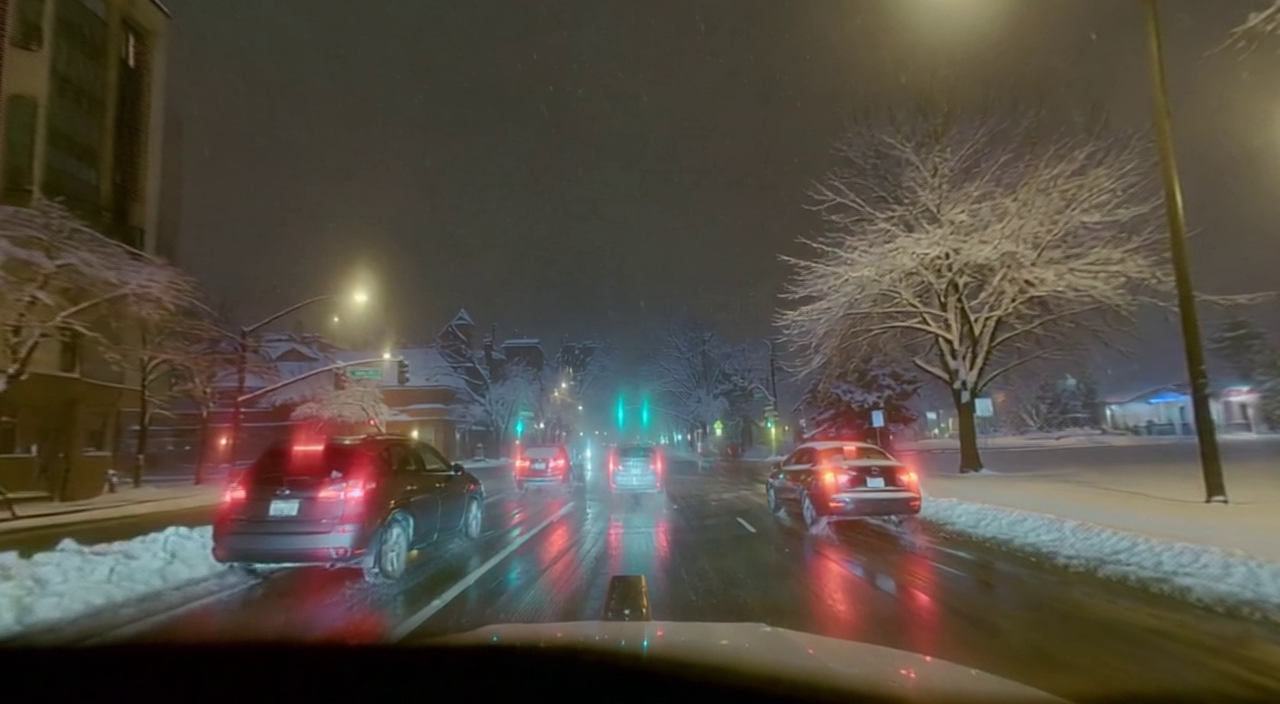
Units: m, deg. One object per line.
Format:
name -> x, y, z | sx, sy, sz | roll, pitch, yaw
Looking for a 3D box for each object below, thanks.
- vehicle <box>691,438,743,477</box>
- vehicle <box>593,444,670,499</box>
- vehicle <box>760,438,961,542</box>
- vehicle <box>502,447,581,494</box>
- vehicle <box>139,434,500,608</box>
vehicle -> 4.187, 5.832, 35.155 | 2.142, 1.957, 5.443 | 0, -8, -1
vehicle -> -0.248, 3.607, 19.434 | 2.101, 1.480, 3.929 | 0, -8, 0
vehicle -> 3.655, 2.347, 11.484 | 1.990, 1.486, 4.431 | 0, -8, -1
vehicle -> -3.321, 4.064, 22.093 | 2.002, 1.465, 4.098 | -1, -8, 2
vehicle -> -3.274, 1.791, 7.710 | 2.038, 1.481, 4.379 | 0, -8, 1
